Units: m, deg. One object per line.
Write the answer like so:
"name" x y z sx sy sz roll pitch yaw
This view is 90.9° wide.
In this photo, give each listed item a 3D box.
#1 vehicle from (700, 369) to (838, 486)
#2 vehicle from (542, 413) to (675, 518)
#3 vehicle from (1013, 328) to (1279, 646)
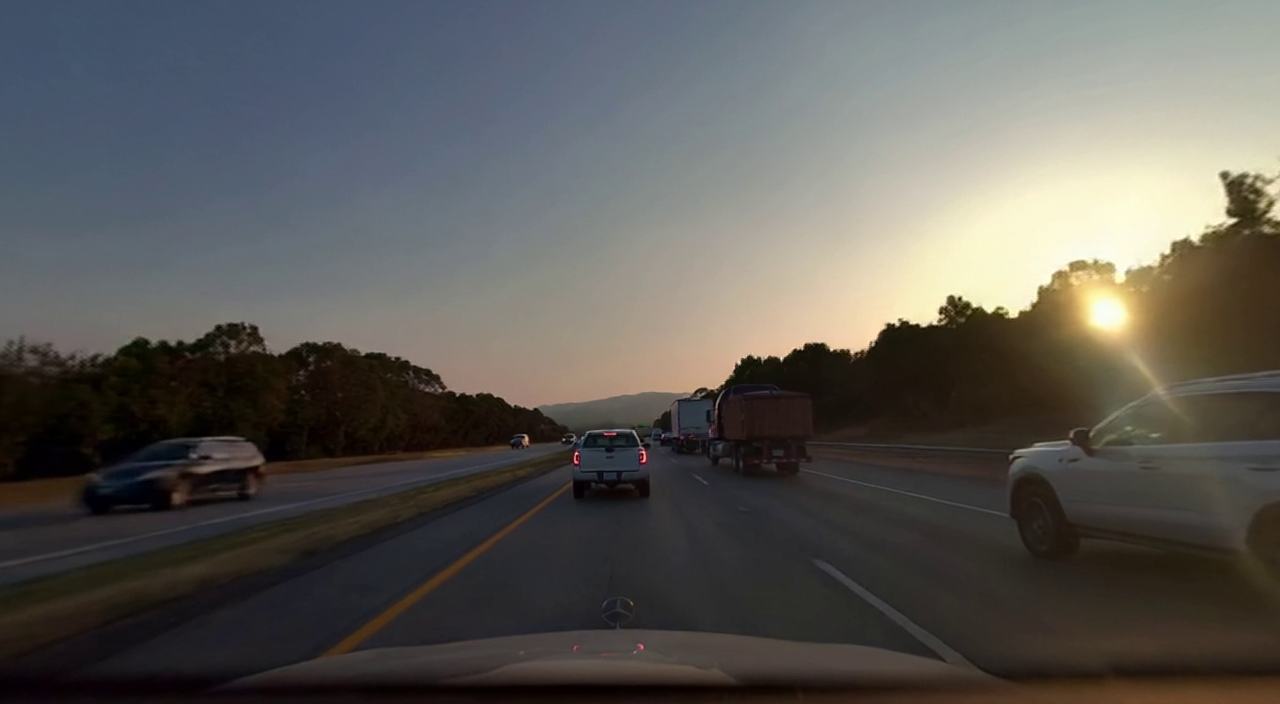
"vehicle" 3.765 2.510 20.699 2.723 3.027 8.478 0 -7 0
"vehicle" -0.524 2.049 12.015 2.082 1.638 4.055 0 -8 -1
"vehicle" 4.879 0.908 4.518 2.011 1.905 3.905 0 -8 1
